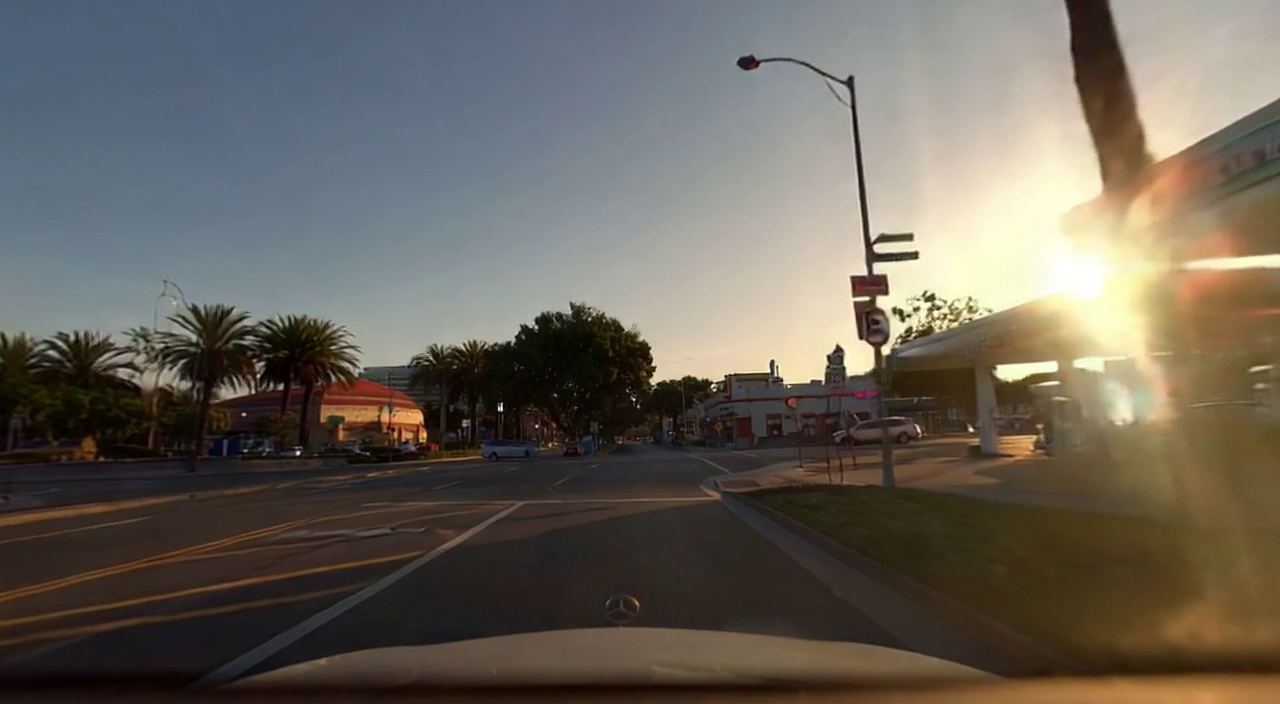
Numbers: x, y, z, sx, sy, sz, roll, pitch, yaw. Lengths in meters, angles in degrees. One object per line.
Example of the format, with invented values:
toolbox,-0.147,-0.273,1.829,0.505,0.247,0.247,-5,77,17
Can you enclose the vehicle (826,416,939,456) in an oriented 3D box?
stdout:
vehicle,11.851,4.156,30.996,4.640,1.800,2.026,-1,-8,-1
